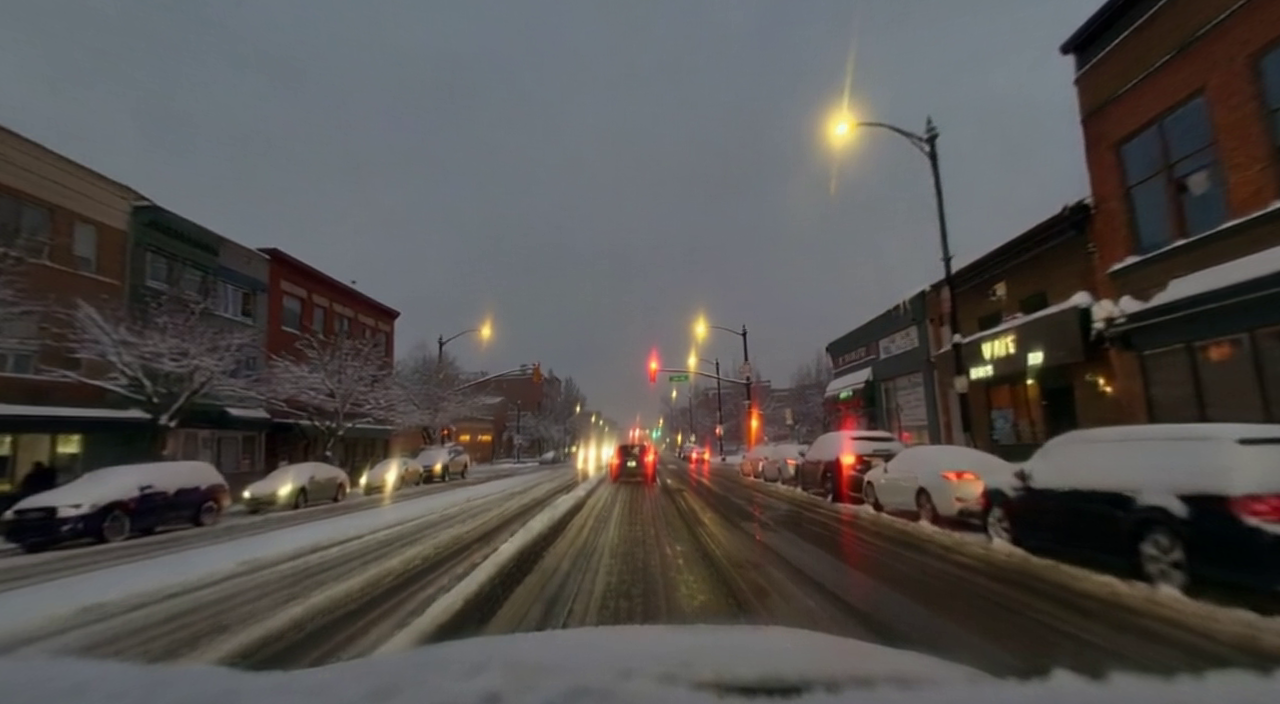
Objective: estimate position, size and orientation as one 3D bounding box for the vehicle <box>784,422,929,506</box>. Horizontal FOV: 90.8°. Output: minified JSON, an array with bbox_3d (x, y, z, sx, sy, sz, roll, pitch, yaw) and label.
[{"bbox_3d":[5.741,3.035,17.595,2.201,1.972,4.845,0,-8,-1],"label":"vehicle"}]

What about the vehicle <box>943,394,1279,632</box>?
[{"bbox_3d":[5.853,1.593,7.293,1.957,1.806,5.369,0,-8,-1],"label":"vehicle"}]

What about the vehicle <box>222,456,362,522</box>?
[{"bbox_3d":[-11.147,4.349,20.656,1.920,1.498,4.591,-5,-6,2],"label":"vehicle"}]

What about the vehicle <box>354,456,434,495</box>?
[{"bbox_3d":[-11.134,5.585,28.956,1.868,1.502,4.626,0,-8,-1],"label":"vehicle"}]

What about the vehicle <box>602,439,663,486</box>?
[{"bbox_3d":[-0.281,4.120,23.838,2.086,1.575,4.205,0,-8,0],"label":"vehicle"}]

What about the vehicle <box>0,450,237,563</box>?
[{"bbox_3d":[-11.362,3.240,14.066,1.872,1.731,4.656,-4,-6,-2],"label":"vehicle"}]

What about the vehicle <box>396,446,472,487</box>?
[{"bbox_3d":[-11.306,6.288,35.186,2.240,2.052,5.872,0,-8,0],"label":"vehicle"}]
